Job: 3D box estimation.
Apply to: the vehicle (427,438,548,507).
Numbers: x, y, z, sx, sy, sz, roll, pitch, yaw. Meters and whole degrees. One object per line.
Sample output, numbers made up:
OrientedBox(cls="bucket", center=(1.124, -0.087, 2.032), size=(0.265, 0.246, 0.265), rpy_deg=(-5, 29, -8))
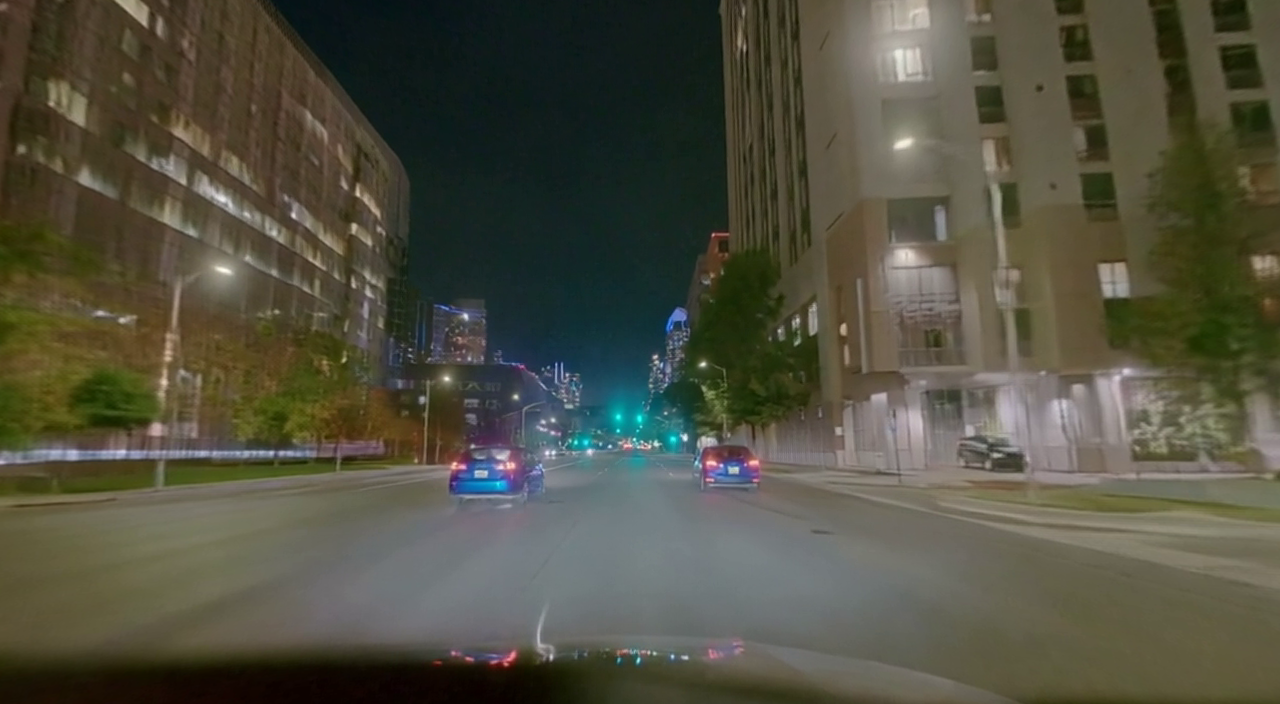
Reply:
OrientedBox(cls="vehicle", center=(-3.726, 3.009, 16.218), size=(2.062, 1.527, 4.044), rpy_deg=(0, -8, 0))

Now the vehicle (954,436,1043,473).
OrientedBox(cls="vehicle", center=(19.441, 5.589, 34.587), size=(1.961, 1.861, 4.757), rpy_deg=(0, -9, -1))

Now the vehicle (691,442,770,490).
OrientedBox(cls="vehicle", center=(2.974, 3.853, 21.736), size=(1.978, 1.471, 4.426), rpy_deg=(0, -9, -1))
